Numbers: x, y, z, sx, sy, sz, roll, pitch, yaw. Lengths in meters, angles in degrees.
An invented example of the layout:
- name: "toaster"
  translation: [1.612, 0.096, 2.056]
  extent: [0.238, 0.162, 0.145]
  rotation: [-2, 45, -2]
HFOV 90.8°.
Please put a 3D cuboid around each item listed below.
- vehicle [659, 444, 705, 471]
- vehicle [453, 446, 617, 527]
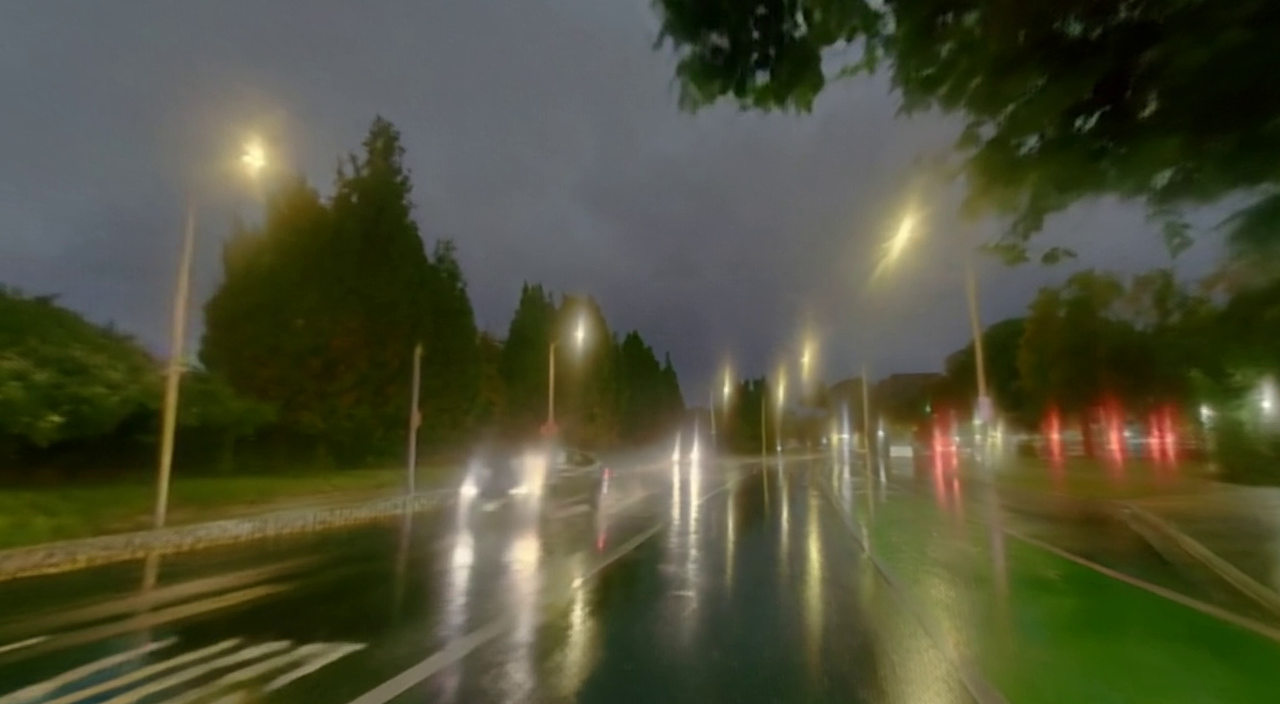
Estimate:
- name: "vehicle"
  translation: [2.950, 7.160, 43.046]
  extent: [2.065, 1.744, 4.566]
  rotation: [-3, -9, 18]
- name: "vehicle"
  translation: [-2.056, 2.849, 14.097]
  extent: [2.071, 1.456, 4.663]
  rotation: [-2, -9, 11]
